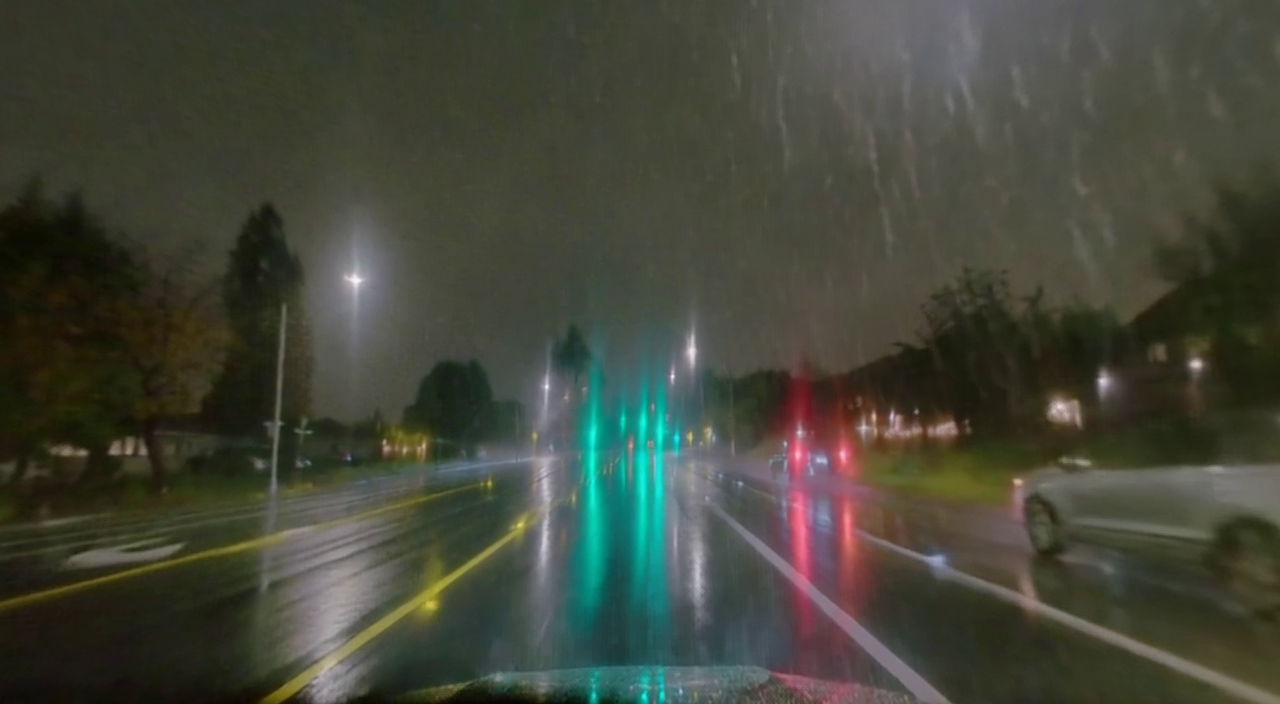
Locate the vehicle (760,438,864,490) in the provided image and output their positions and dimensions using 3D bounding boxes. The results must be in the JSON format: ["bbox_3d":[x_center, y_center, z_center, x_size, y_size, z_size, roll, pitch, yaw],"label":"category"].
[{"bbox_3d":[5.349,3.543,20.290,1.935,1.453,4.488,0,-8,-2],"label":"vehicle"}]

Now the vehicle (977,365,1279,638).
[{"bbox_3d":[5.193,1.175,5.458,2.047,1.752,4.538,0,-8,1],"label":"vehicle"}]

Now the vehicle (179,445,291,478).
[{"bbox_3d":[-21.820,5.885,34.086,4.610,1.721,2.019,0,-8,-1],"label":"vehicle"}]
